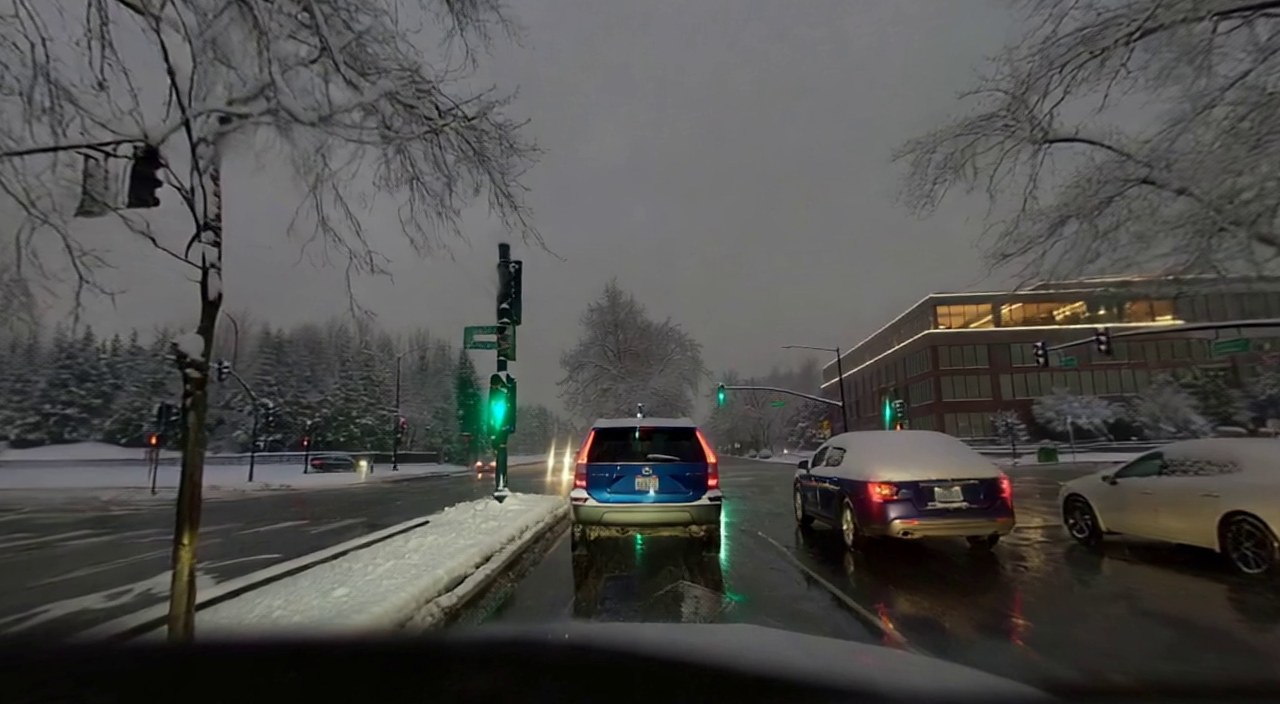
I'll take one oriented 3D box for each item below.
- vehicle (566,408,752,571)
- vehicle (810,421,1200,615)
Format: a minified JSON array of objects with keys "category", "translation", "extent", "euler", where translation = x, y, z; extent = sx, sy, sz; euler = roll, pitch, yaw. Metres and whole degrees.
[{"category":"vehicle","translation":[0.111,1.843,9.199],"extent":[2.085,1.807,4.038],"euler":[0,-8,-3]},{"category":"vehicle","translation":[3.621,1.696,7.482],"extent":[1.899,1.572,4.425],"euler":[0,-8,-1]}]
